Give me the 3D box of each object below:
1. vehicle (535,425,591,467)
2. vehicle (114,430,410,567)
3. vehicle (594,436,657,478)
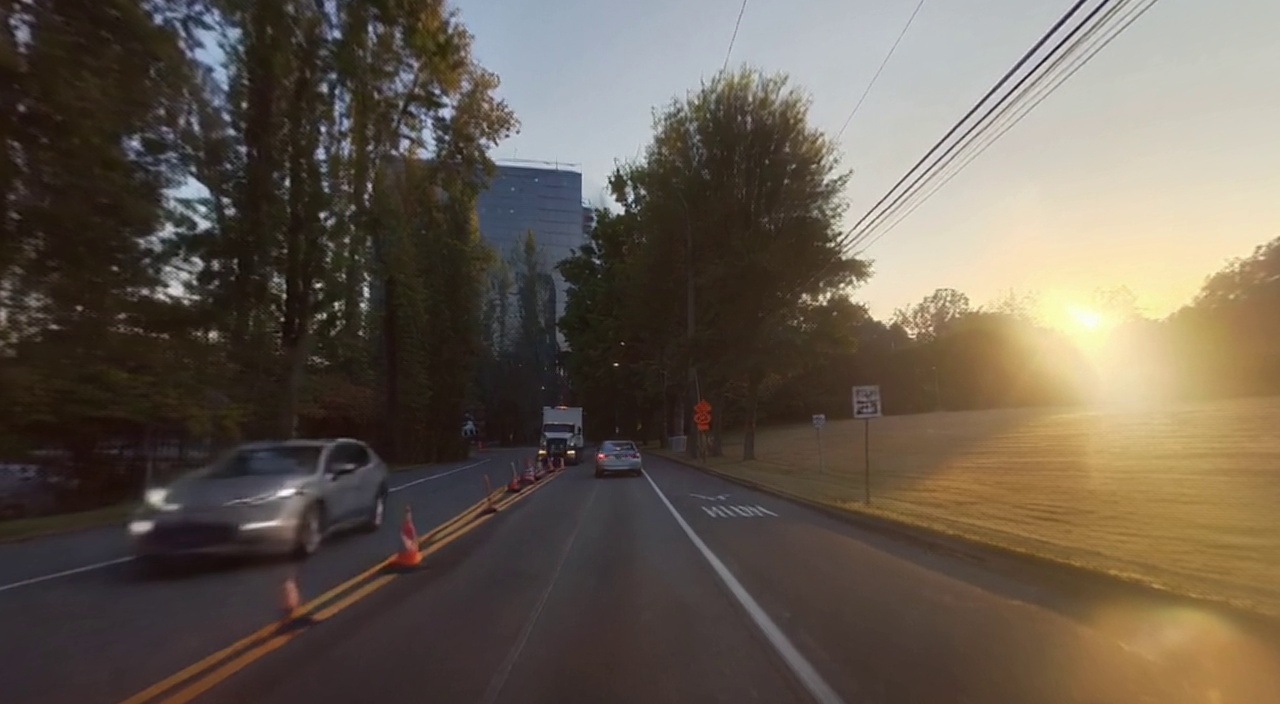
[{"bbox_3d":[-4.074,5.021,33.814,2.671,2.053,6.074,1,-8,-6],"label":"vehicle"},{"bbox_3d":[-4.962,1.931,9.161,2.019,1.492,4.091,1,-8,-5],"label":"vehicle"},{"bbox_3d":[-0.583,4.001,24.287,2.186,1.463,4.356,0,-8,-2],"label":"vehicle"}]
